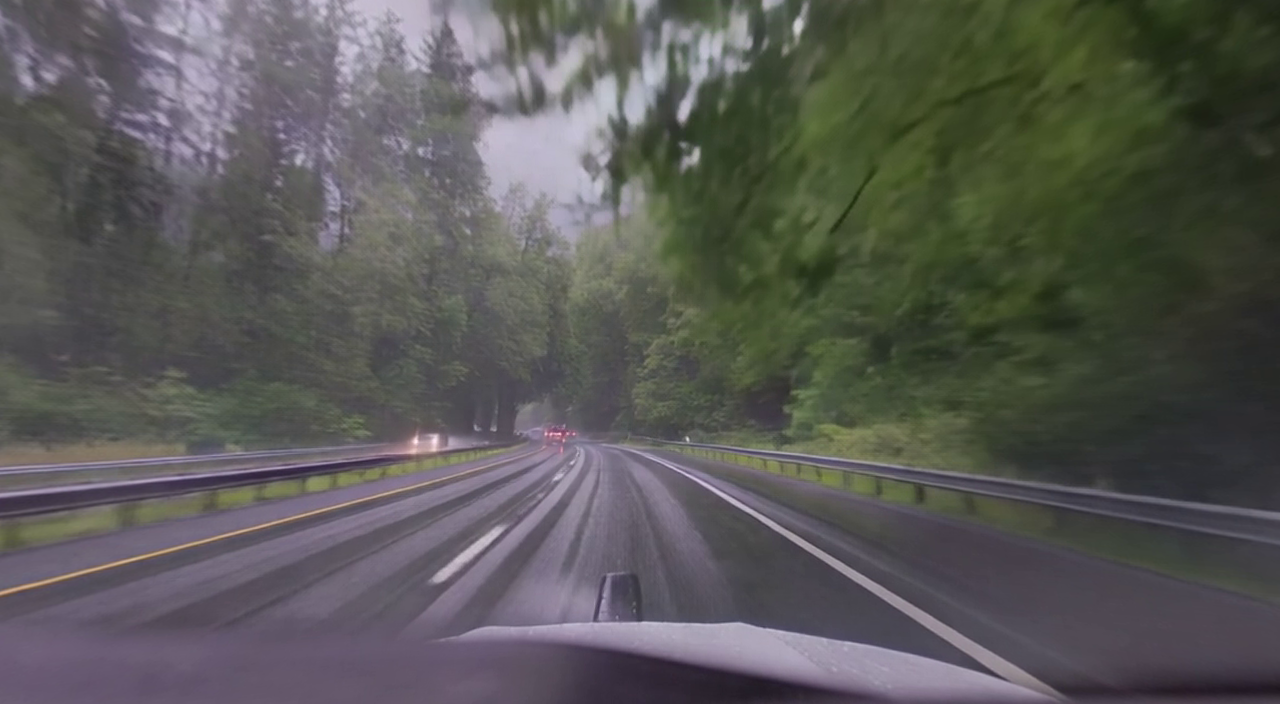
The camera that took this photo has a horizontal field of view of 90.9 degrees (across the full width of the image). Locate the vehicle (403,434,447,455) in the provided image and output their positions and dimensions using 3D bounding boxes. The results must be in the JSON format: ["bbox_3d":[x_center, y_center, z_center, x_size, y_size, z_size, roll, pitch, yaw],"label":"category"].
[{"bbox_3d":[-16.785,7.219,49.455,2.206,1.596,4.262,0,-8,-5],"label":"vehicle"}]
